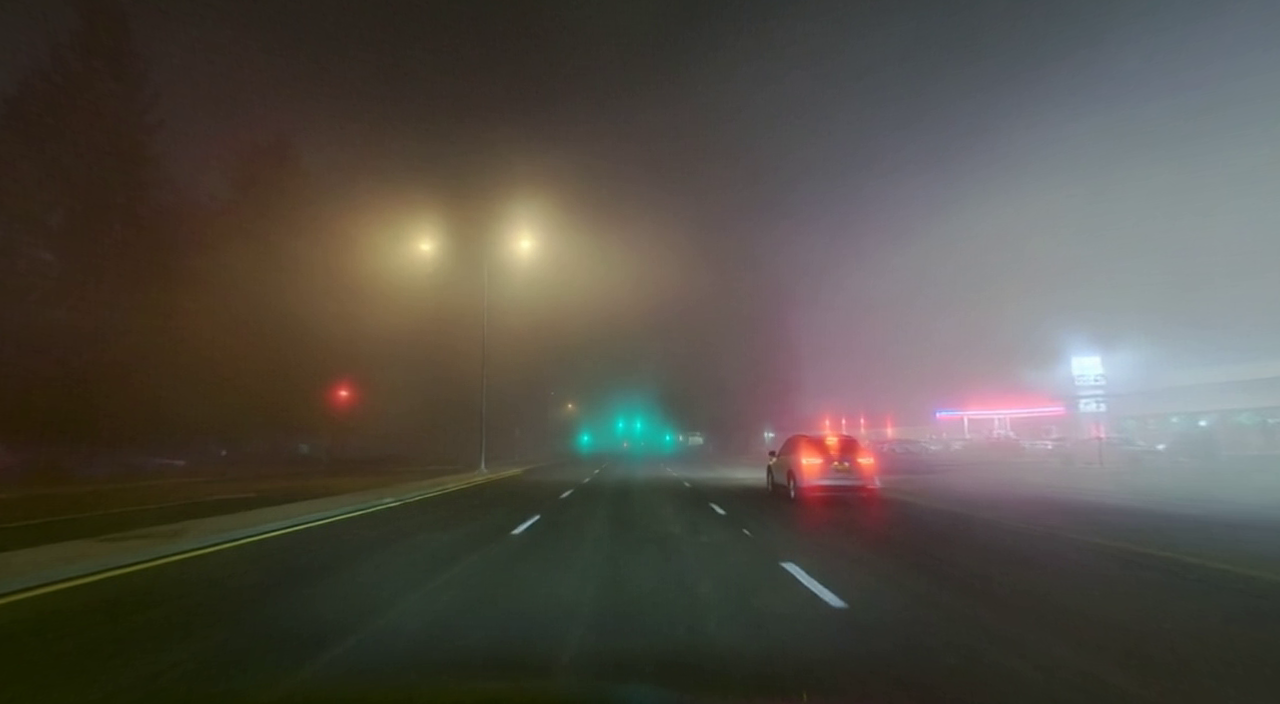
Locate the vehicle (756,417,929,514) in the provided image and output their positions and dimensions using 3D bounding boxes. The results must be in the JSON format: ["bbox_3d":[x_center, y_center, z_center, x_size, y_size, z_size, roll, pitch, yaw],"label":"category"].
[{"bbox_3d":[4.417,2.581,14.874,2.245,1.864,5.076,0,-8,-2],"label":"vehicle"}]

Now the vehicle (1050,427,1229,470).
[{"bbox_3d":[23.235,4.513,29.614,6.404,1.894,2.275,0,-8,0],"label":"vehicle"}]
